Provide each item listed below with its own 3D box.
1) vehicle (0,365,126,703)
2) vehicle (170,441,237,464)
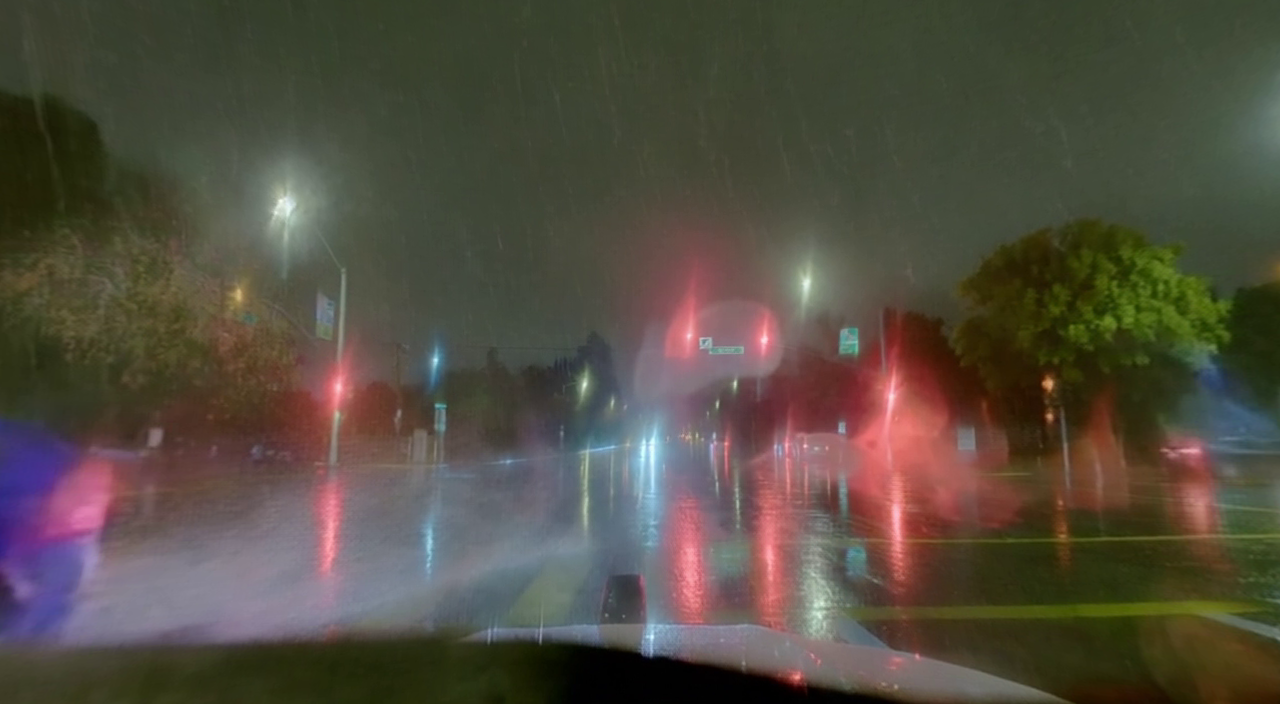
[{"bbox_3d":[-4.032,0.705,1.104,2.134,1.768,4.580,-1,-8,4],"label":"vehicle"},{"bbox_3d":[-29.141,6.702,42.066,1.696,1.431,3.686,0,-8,3],"label":"vehicle"}]
